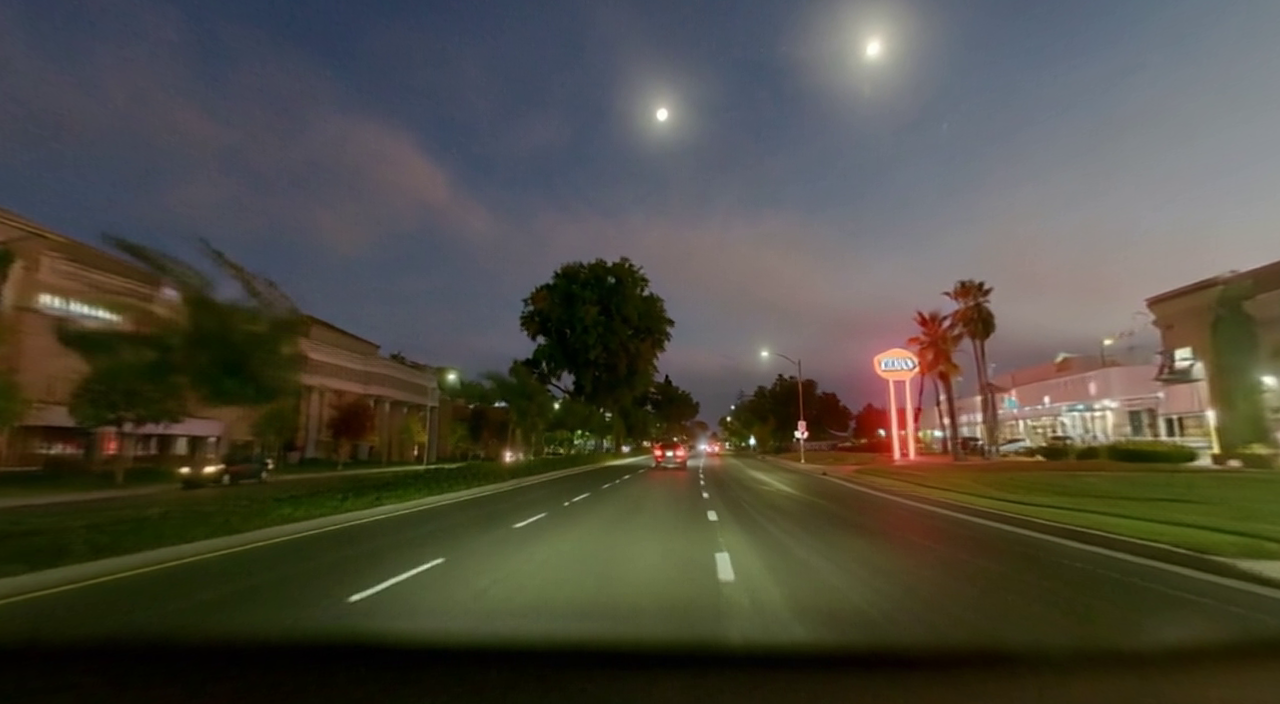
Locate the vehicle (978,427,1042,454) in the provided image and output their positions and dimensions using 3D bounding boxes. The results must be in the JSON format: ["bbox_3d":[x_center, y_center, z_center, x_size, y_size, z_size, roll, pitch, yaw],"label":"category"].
[{"bbox_3d":[26.746,6.475,45.908,2.194,1.840,4.659,-1,-9,6],"label":"vehicle"}]

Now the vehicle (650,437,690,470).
[{"bbox_3d":[1.787,5.766,36.062,2.147,1.745,4.648,-1,-8,5],"label":"vehicle"}]

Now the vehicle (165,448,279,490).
[{"bbox_3d":[-21.022,5.854,32.065,2.294,1.935,4.783,-1,-8,3],"label":"vehicle"}]
